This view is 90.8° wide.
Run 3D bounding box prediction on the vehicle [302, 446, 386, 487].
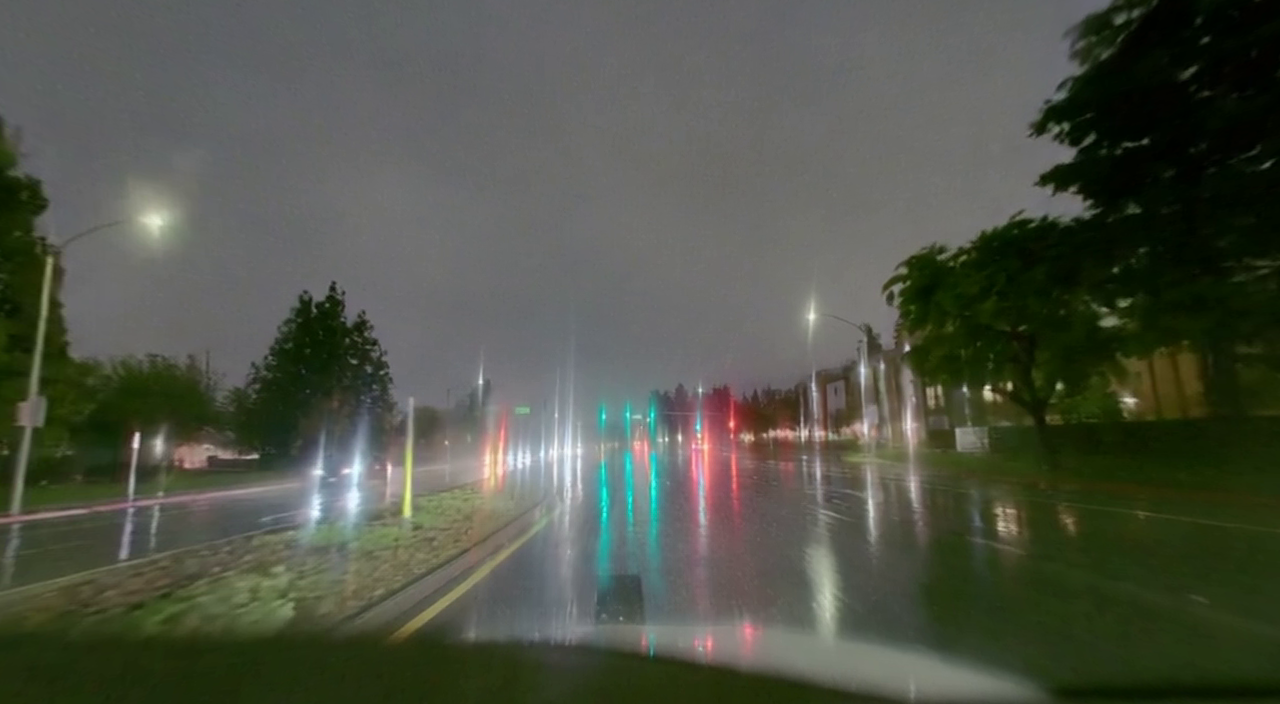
[{"bbox_3d":[-14.710,5.704,31.777,2.038,1.857,5.078,0,-9,-4],"label":"vehicle"}]
